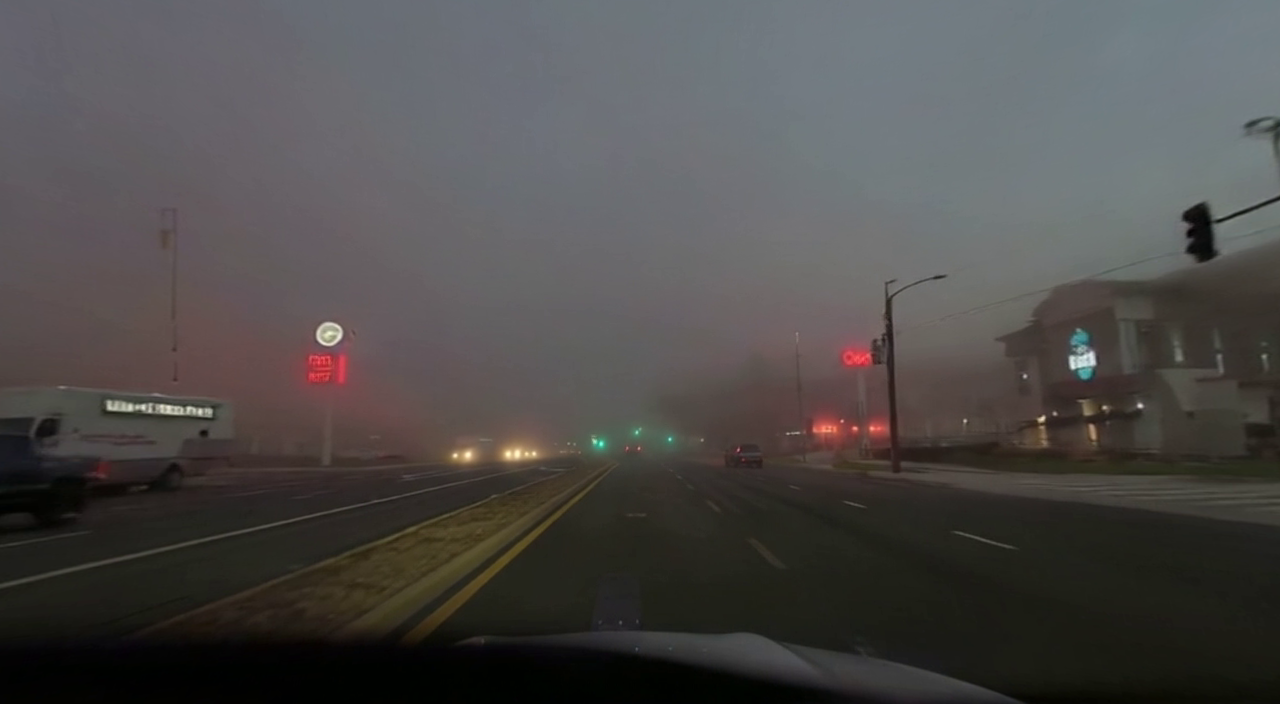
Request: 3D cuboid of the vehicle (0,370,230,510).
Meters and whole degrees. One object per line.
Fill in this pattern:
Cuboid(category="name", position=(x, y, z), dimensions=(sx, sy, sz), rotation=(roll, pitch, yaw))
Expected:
Cuboid(category="vehicle", position=(-18.736, 3.072, 21.931), dimensions=(2.982, 3.900, 8.593), rotation=(0, -9, 1))

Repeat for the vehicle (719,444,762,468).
Cuboid(category="vehicle", position=(6.445, 6.677, 40.863), dimensions=(1.916, 1.437, 4.327), rotation=(0, -9, -2))
